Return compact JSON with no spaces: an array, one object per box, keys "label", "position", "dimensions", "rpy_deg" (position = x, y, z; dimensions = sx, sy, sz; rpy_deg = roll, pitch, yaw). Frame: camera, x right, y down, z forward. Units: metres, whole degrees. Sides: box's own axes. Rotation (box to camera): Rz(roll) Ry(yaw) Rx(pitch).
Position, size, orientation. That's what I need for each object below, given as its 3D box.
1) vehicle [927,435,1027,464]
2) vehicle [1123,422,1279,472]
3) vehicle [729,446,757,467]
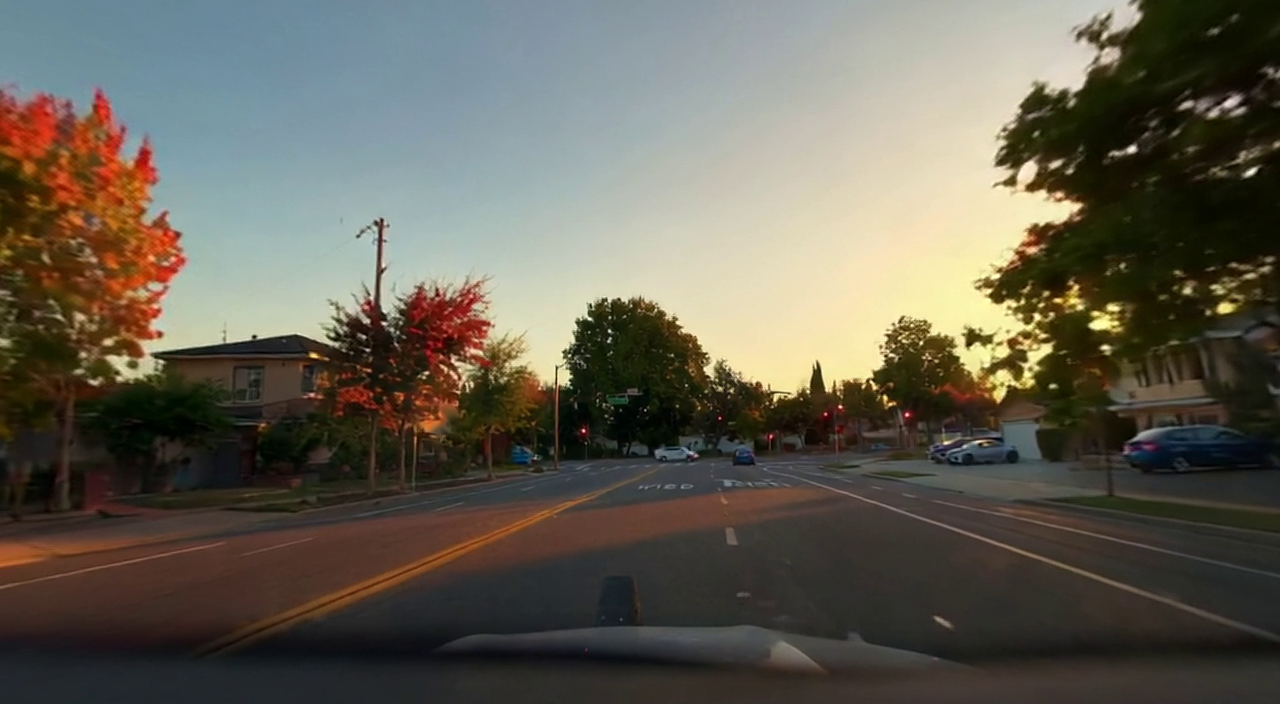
[{"label":"vehicle","position":[19.781,5.746,37.241],"dimensions":[4.702,1.595,1.986],"rpy_deg":[-1,-9,5]},{"label":"vehicle","position":[18.342,3.031,20.144],"dimensions":[4.210,1.474,1.799],"rpy_deg":[-2,-9,9]},{"label":"vehicle","position":[8.030,8.183,49.569],"dimensions":[1.947,1.485,4.336],"rpy_deg":[-1,-9,6]}]
